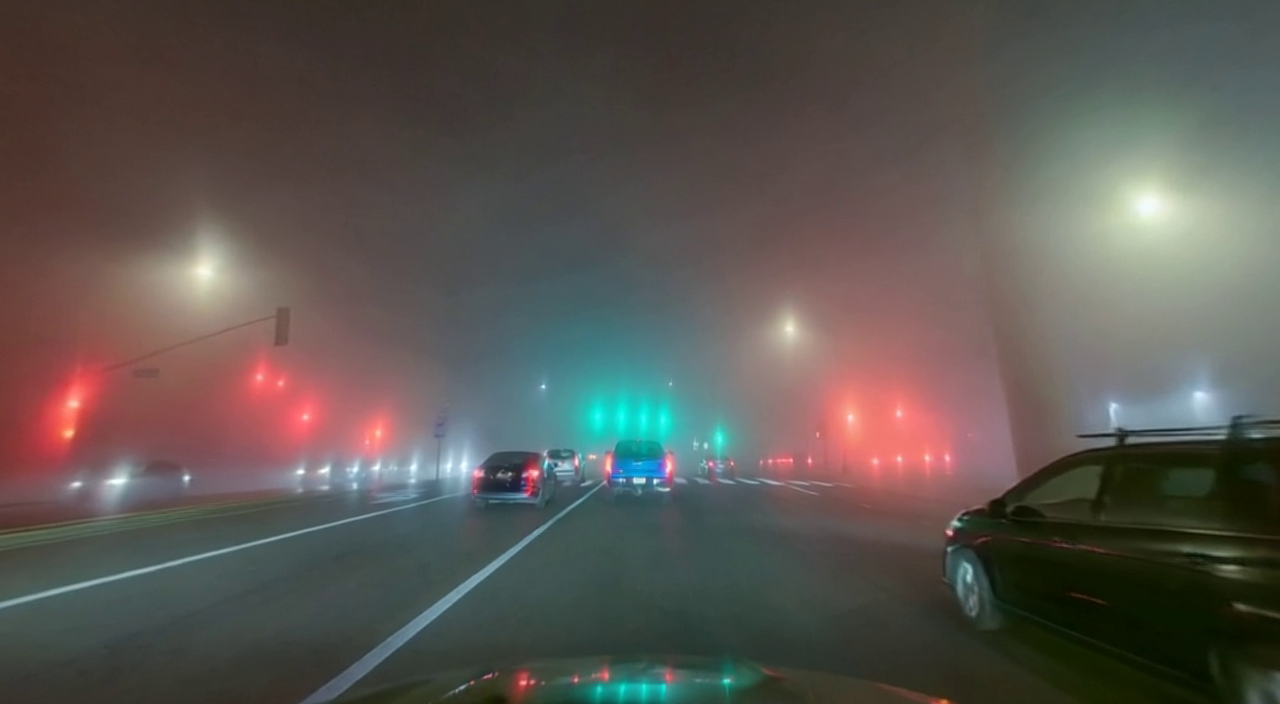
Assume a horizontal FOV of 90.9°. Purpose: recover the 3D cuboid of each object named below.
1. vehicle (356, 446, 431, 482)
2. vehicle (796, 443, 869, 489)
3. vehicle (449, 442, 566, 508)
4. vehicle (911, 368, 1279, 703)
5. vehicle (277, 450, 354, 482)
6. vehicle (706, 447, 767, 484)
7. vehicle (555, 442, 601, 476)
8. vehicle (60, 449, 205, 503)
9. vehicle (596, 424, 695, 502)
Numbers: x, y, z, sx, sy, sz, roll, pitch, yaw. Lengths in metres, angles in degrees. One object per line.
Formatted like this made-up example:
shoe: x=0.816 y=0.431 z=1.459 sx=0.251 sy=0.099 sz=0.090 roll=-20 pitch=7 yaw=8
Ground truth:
vehicle: x=-12.284 y=5.578 z=31.720 sx=2.054 sy=1.662 sz=4.384 roll=0 pitch=-9 yaw=-1
vehicle: x=8.831 y=5.218 z=29.267 sx=2.126 sy=1.820 sz=4.521 roll=2 pitch=-8 yaw=2
vehicle: x=-3.252 y=3.126 z=16.517 sx=1.986 sy=1.465 sz=4.509 roll=-1 pitch=-9 yaw=2
vehicle: x=3.419 y=1.051 z=3.535 sx=1.955 sy=1.628 sz=4.152 roll=0 pitch=-9 yaw=1
vehicle: x=-18.482 y=6.475 z=36.117 sx=2.025 sy=1.625 sz=4.527 roll=0 pitch=-9 yaw=-1
vehicle: x=4.154 y=4.925 z=27.756 sx=1.968 sy=1.472 sz=4.456 roll=0 pitch=-9 yaw=0
vehicle: x=-3.273 y=5.748 z=33.998 sx=2.018 sy=1.700 sz=4.142 roll=0 pitch=-9 yaw=0
vehicle: x=-17.552 y=4.254 z=22.125 sx=1.985 sy=1.642 sz=4.081 roll=1 pitch=-9 yaw=-7
vehicle: x=0.120 y=3.200 z=18.562 sx=2.493 sy=1.934 sz=4.957 roll=0 pitch=-9 yaw=0
